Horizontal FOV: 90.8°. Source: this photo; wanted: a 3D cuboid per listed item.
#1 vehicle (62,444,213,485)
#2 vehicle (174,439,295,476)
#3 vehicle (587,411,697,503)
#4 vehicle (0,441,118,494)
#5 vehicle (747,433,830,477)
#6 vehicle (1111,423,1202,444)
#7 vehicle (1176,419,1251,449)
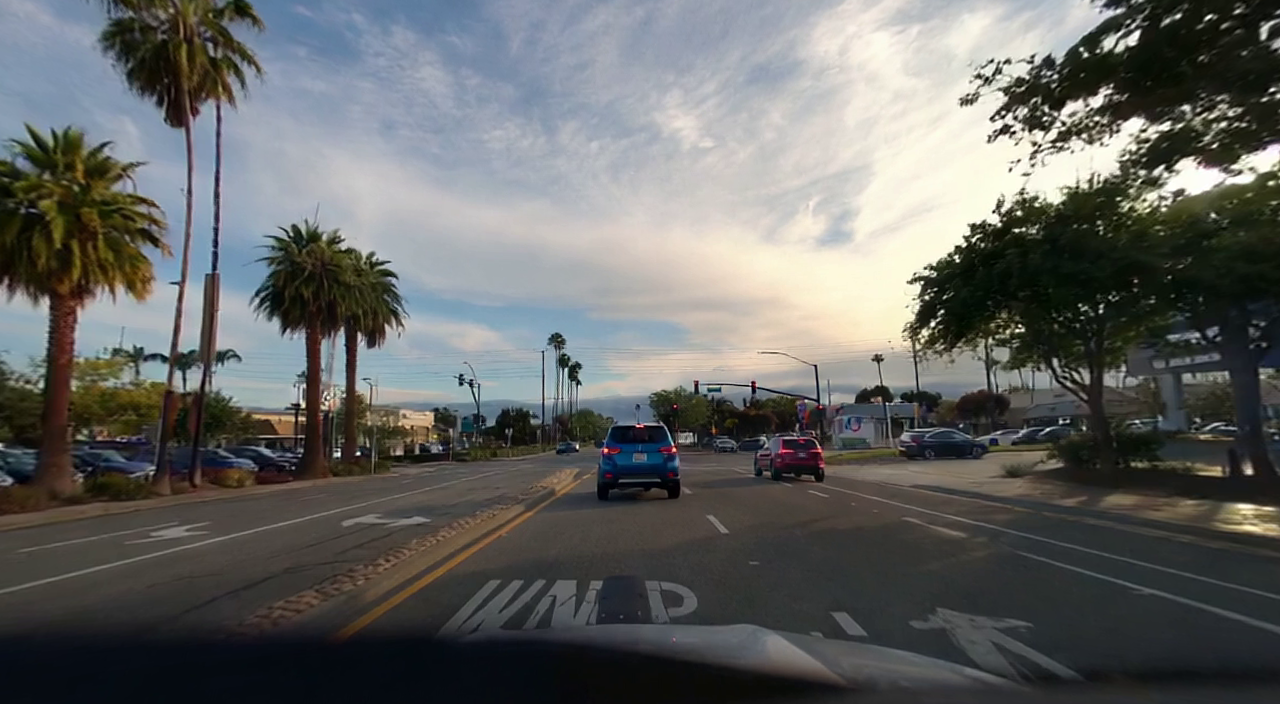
[{"bbox_3d":[-19.648,4.395,24.847,4.370,1.504,1.864,0,-8,2],"label":"vehicle"},{"bbox_3d":[-19.313,5.019,30.222,4.510,1.682,1.902,0,-8,2],"label":"vehicle"},{"bbox_3d":[-0.144,2.588,15.935,2.263,1.932,4.709,1,-8,-6],"label":"vehicle"},{"bbox_3d":[-19.442,3.547,19.628,4.415,1.547,2.257,0,-8,0],"label":"vehicle"},{"bbox_3d":[5.791,4.087,25.273,2.086,1.560,4.542,0,-8,-2],"label":"vehicle"},{"bbox_3d":[37.562,5.972,46.082,4.677,1.478,1.821,-4,-9,24],"label":"vehicle"},{"bbox_3d":[29.687,4.285,32.862,1.869,1.427,4.687,-5,-10,30],"label":"vehicle"}]
